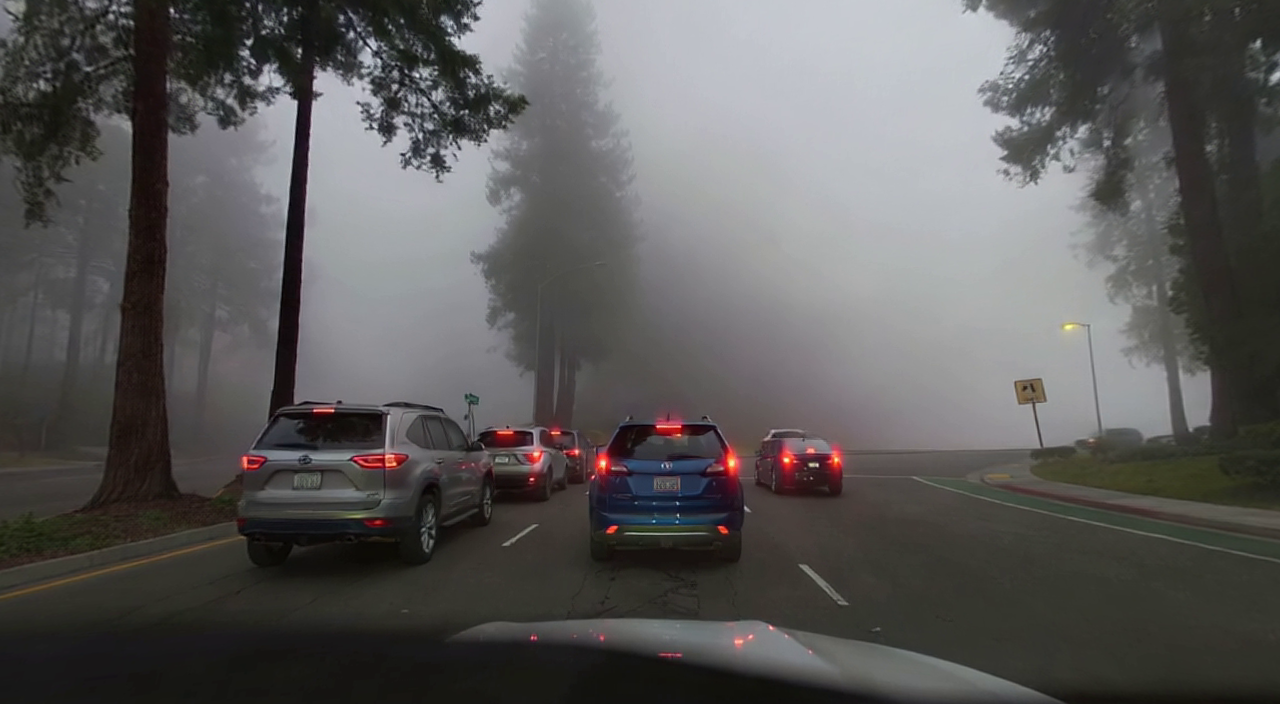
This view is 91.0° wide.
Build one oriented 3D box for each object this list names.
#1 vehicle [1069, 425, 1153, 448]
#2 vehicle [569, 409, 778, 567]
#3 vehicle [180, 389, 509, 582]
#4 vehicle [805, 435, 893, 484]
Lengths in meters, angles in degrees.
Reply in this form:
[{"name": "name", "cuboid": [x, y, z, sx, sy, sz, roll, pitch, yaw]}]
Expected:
[{"name": "vehicle", "cuboid": [34.118, 6.167, 45.754, 4.632, 1.580, 1.801, -5, -10, 31]}, {"name": "vehicle", "cuboid": [0.384, 1.746, 8.776, 2.189, 1.649, 4.171, 0, -8, 1]}, {"name": "vehicle", "cuboid": [-3.251, 1.580, 8.197, 2.085, 1.812, 4.388, 0, -8, 1]}, {"name": "vehicle", "cuboid": [7.440, 3.855, 22.907, 2.067, 1.599, 4.251, -1, -8, 5]}]
